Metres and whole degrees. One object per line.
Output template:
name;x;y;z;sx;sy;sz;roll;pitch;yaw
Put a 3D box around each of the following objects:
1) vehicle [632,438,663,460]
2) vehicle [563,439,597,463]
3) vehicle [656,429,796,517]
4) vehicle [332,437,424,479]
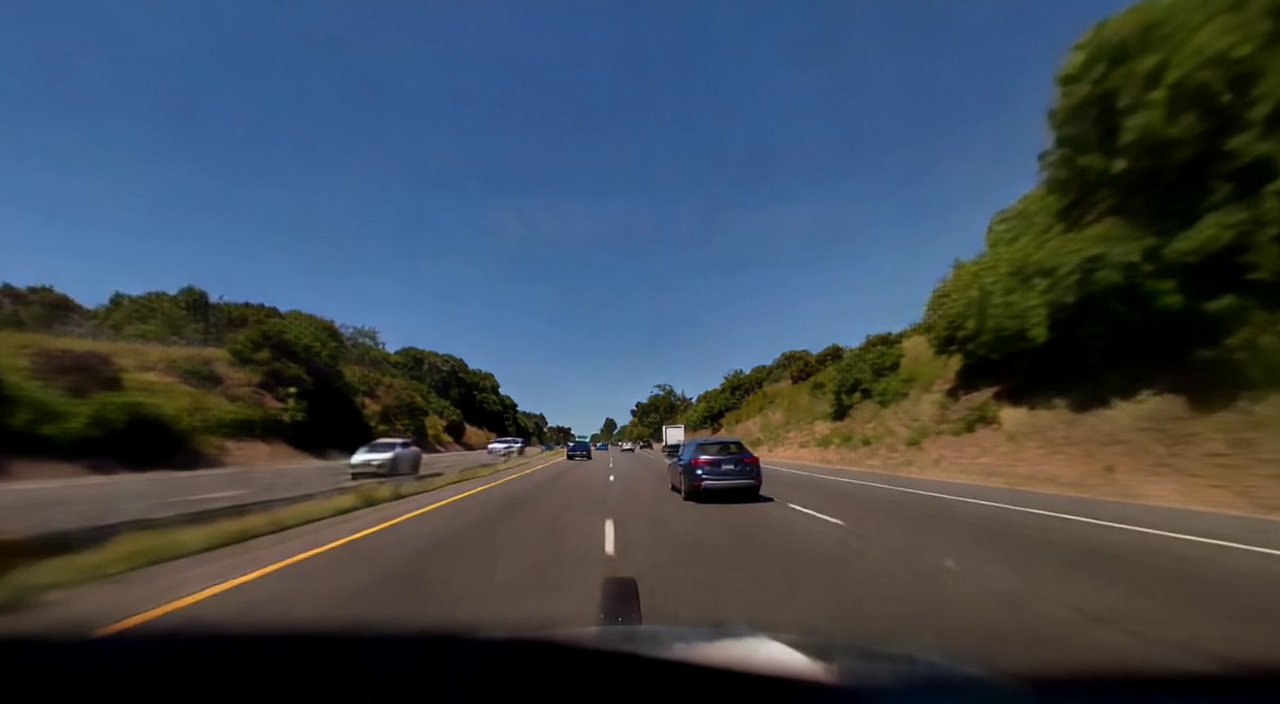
vehicle;0.521;7.119;46.557;1.995;1.556;3.893;0;-8;-4
vehicle;-3.972;6.597;42.380;2.055;1.466;4.317;0;-8;-3
vehicle;1.562;2.411;13.343;1.961;1.495;4.743;0;-8;-4
vehicle;-10.844;4.382;26.512;2.017;1.576;4.657;0;-8;-2
